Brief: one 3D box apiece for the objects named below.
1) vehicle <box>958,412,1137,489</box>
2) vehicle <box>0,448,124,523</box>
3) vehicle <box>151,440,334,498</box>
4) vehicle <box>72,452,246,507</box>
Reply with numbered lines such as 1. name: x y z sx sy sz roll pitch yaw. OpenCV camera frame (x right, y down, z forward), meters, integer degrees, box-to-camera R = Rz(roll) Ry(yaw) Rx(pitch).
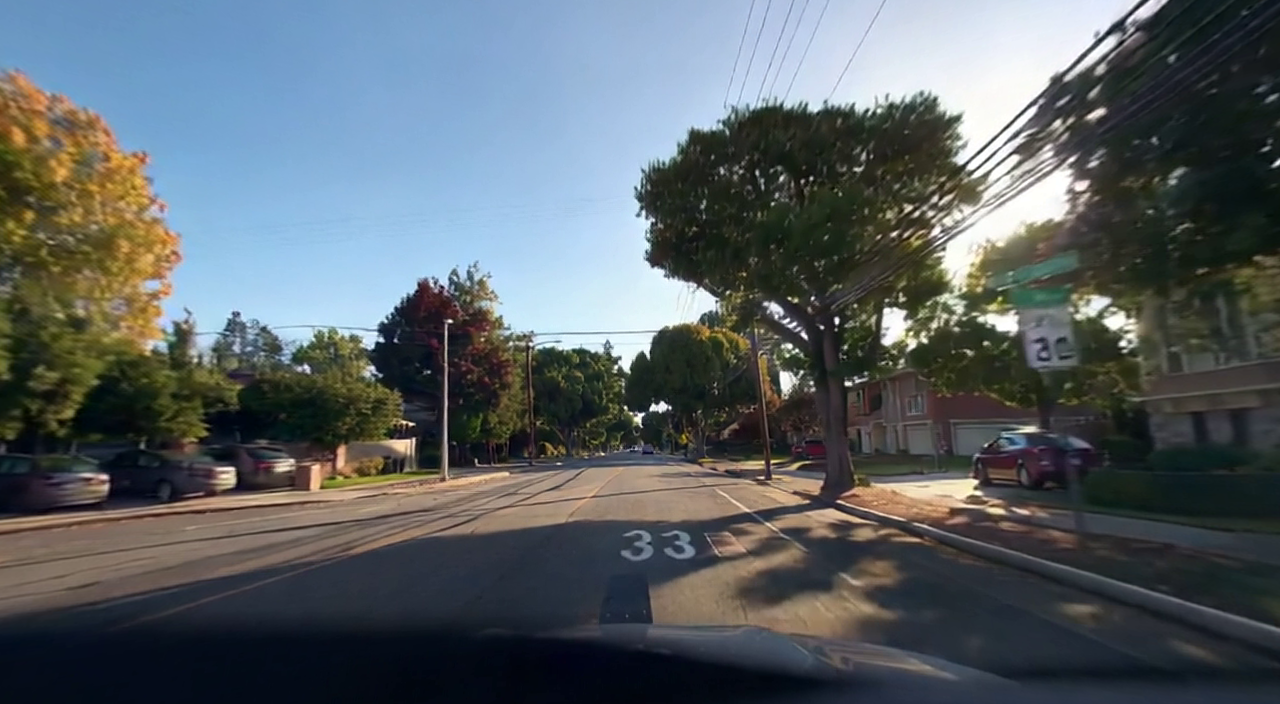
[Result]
1. vehicle: 11.585 2.900 18.538 1.965 1.680 5.338 -8 -10 5
2. vehicle: -15.910 3.385 16.536 4.191 1.594 2.309 -4 -9 31
3. vehicle: -14.008 4.063 22.336 5.038 1.774 2.764 -2 -8 18
4. vehicle: -14.918 3.897 19.629 4.195 1.497 2.291 -3 -10 20
